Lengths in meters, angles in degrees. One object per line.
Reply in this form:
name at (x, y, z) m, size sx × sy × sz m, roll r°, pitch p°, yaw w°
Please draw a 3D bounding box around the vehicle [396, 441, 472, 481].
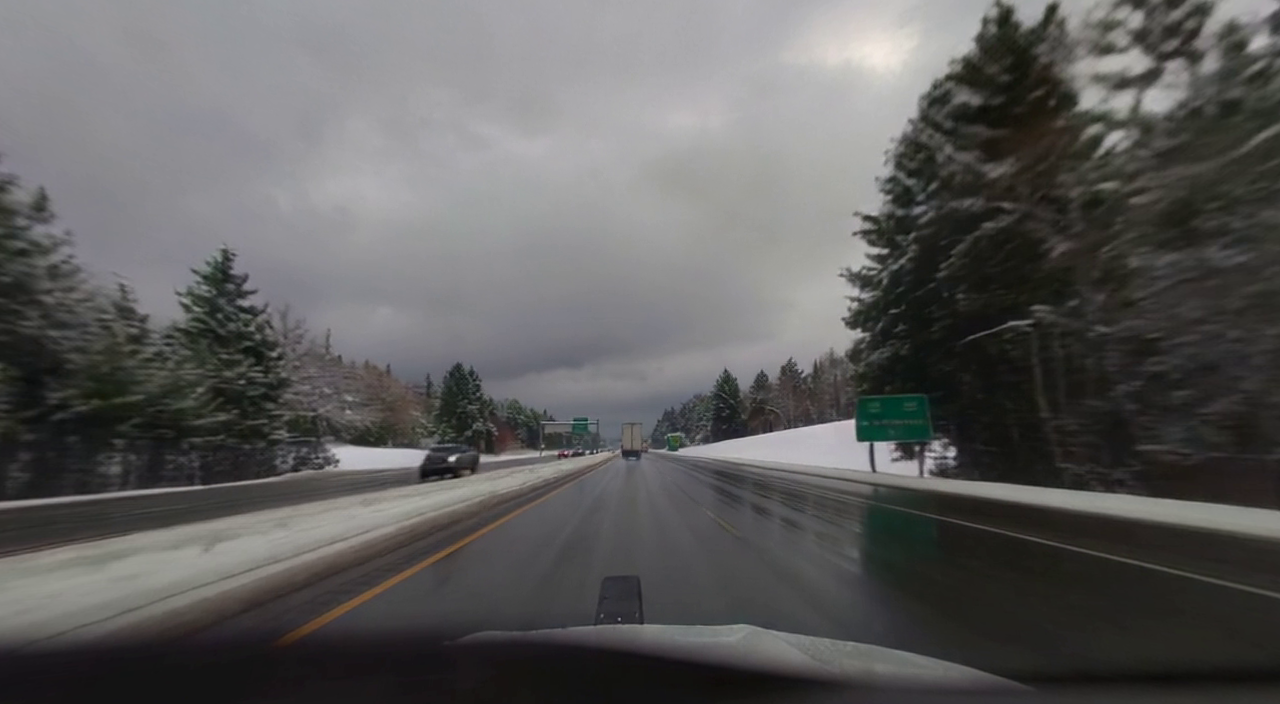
vehicle at (-9.767, 5.220, 30.211) m, size 2.070 × 1.744 × 4.784 m, roll 0°, pitch -9°, yaw 0°
